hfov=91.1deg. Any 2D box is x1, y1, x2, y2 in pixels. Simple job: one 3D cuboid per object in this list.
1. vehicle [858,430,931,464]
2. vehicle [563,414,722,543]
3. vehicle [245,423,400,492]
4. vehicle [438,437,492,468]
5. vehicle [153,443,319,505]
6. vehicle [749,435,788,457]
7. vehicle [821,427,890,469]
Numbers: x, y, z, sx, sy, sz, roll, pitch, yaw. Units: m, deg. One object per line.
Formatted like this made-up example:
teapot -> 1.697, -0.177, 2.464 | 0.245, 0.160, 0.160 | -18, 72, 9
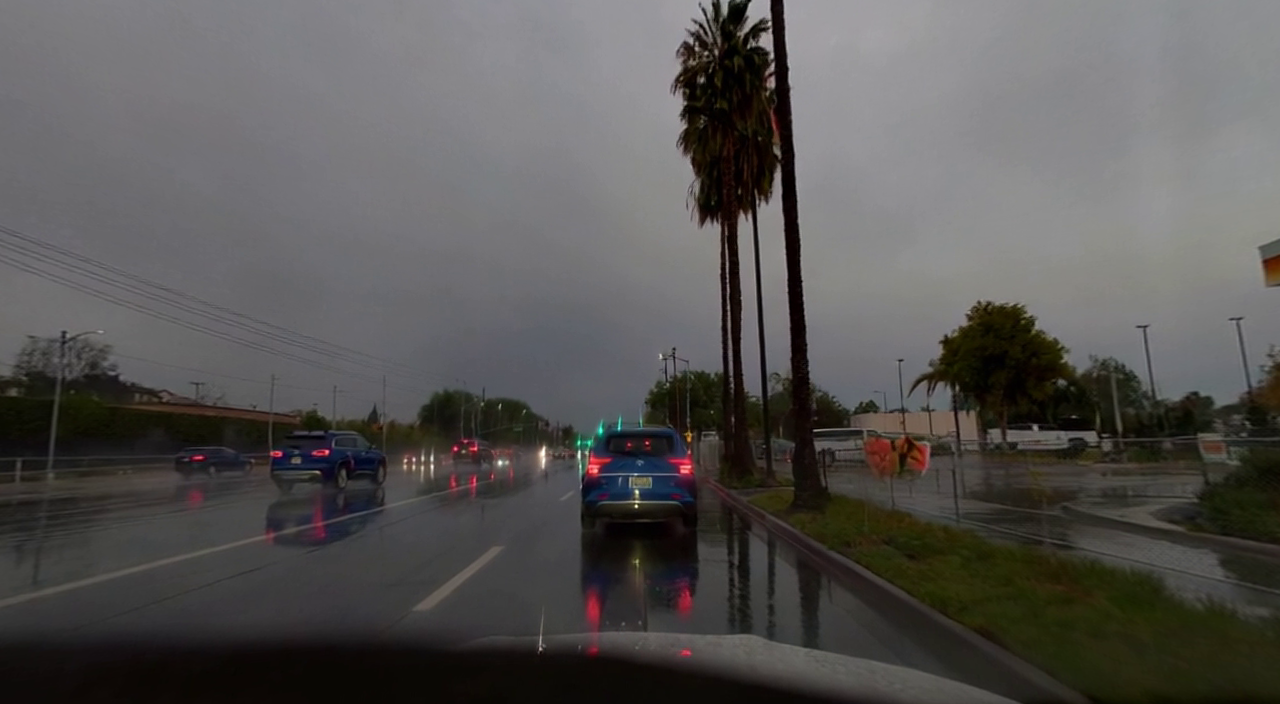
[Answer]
vehicle -> 12.067, 4.546, 30.045 | 1.681, 1.503, 3.781 | 0, -9, -3
vehicle -> 0.058, 1.991, 10.413 | 2.121, 1.710, 3.893 | 0, -9, 1
vehicle -> -10.067, 3.395, 20.556 | 2.269, 1.934, 5.350 | 0, -9, 0
vehicle -> -10.549, 6.090, 38.112 | 1.965, 1.743, 4.327 | 0, -9, 1
vehicle -> -10.065, 3.029, 16.018 | 1.924, 1.384, 3.426 | 0, -9, 0
vehicle -> 9.151, 6.755, 45.019 | 1.929, 1.496, 4.245 | 0, -9, 1
vehicle -> 8.255, 3.635, 23.813 | 1.837, 1.416, 3.947 | -4, -10, 27
